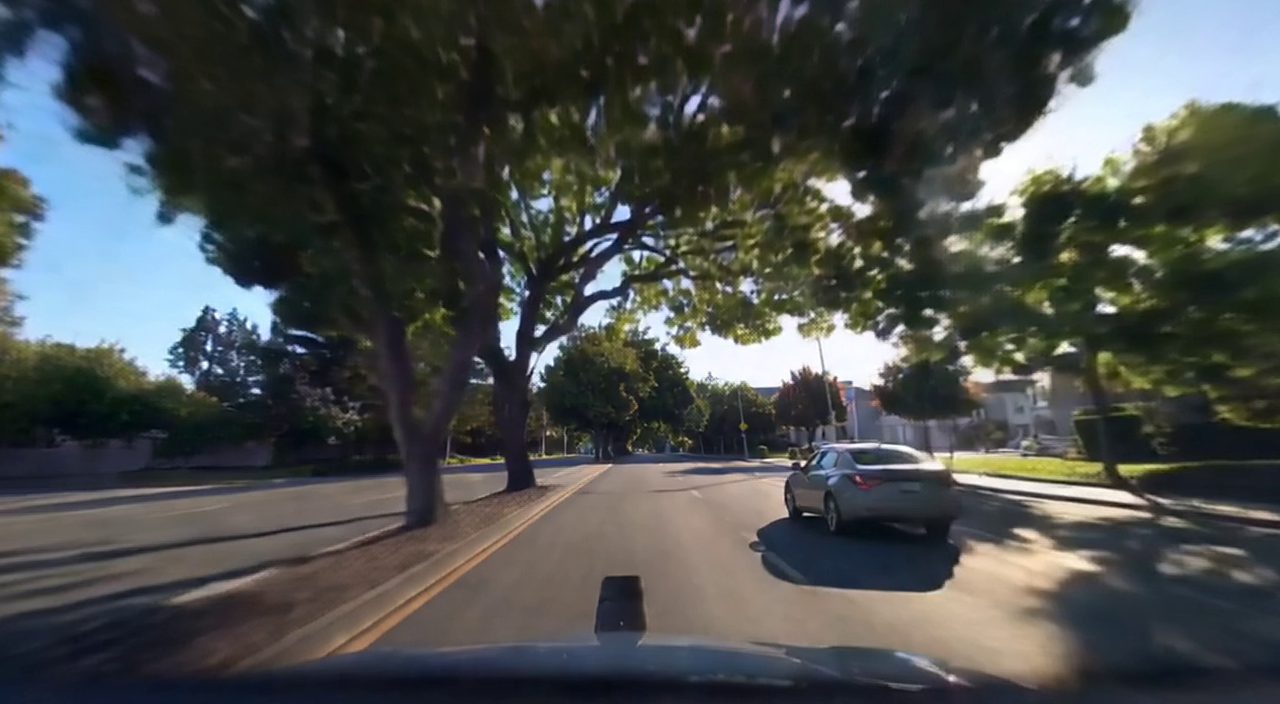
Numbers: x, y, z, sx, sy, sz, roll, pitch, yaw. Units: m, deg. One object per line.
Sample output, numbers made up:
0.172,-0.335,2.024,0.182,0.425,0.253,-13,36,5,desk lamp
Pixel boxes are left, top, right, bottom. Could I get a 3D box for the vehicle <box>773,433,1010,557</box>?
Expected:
3.435,2.017,9.616,1.852,1.453,4.083,0,-9,-1,vehicle
